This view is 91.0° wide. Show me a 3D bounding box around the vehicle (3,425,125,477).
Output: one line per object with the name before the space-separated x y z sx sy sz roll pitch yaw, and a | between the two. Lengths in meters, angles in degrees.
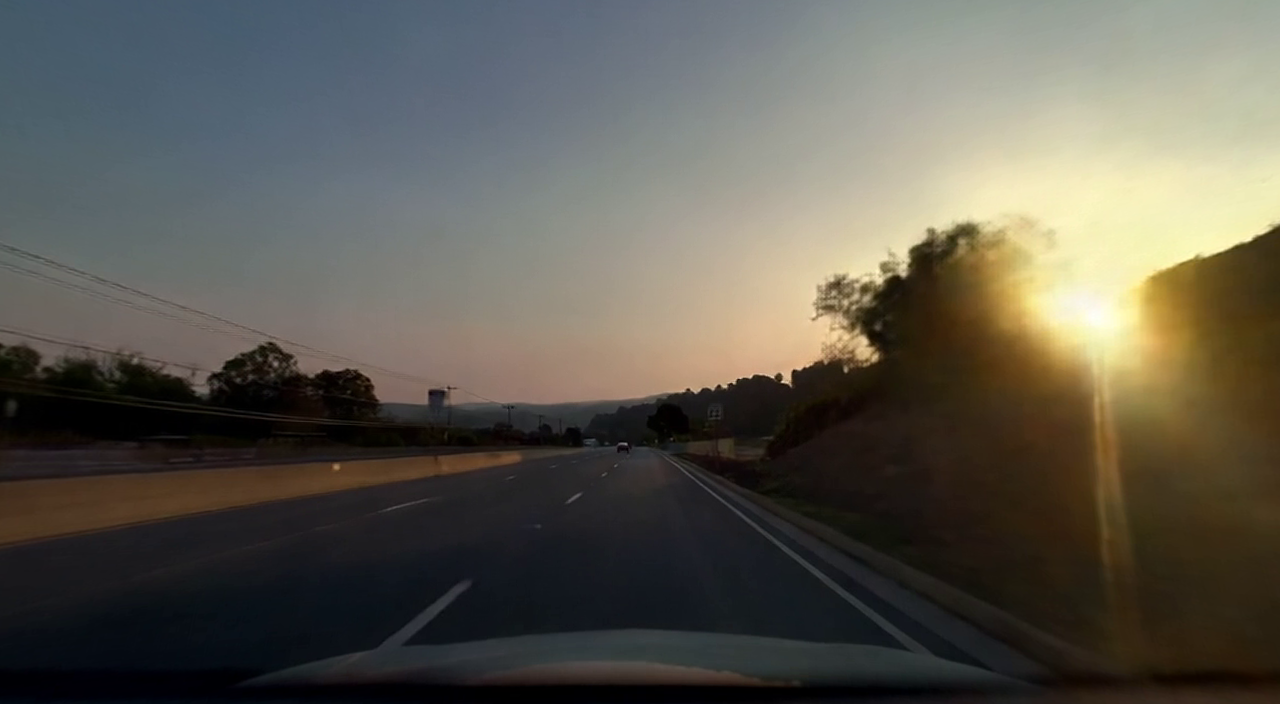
vehicle | -43.368 7.460 47.695 2.985 3.593 6.643 1 -8 -3
